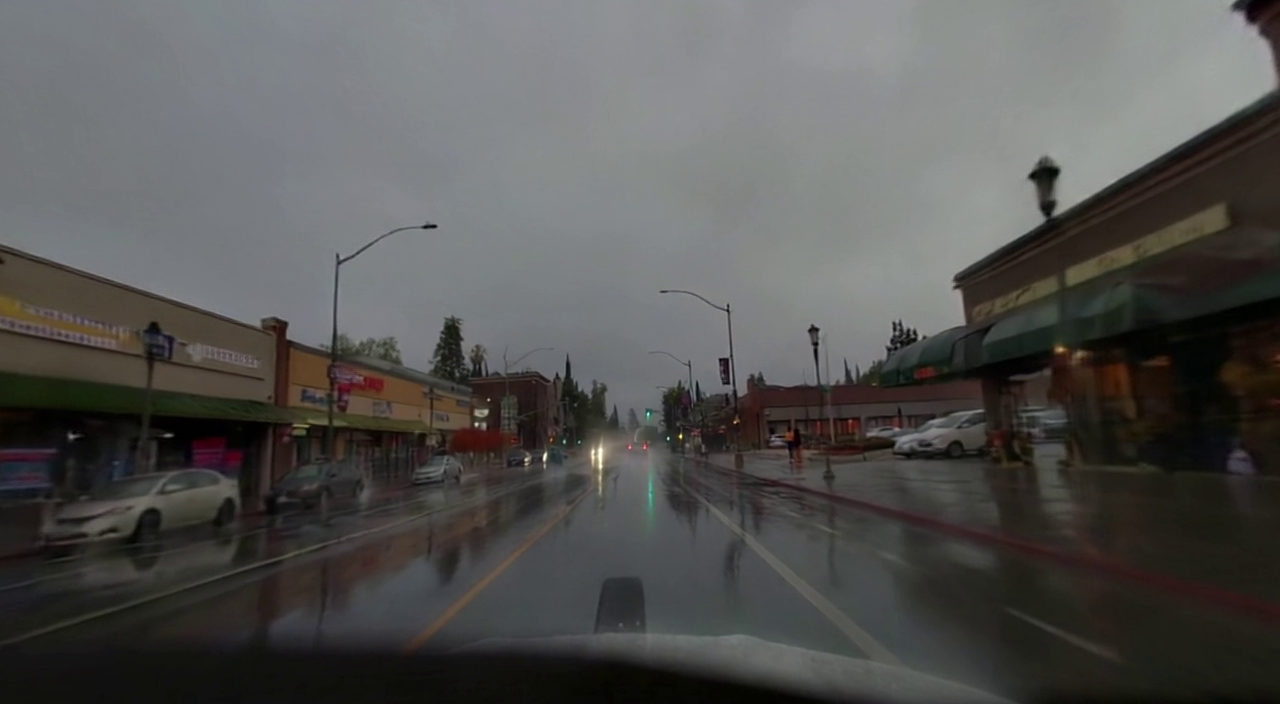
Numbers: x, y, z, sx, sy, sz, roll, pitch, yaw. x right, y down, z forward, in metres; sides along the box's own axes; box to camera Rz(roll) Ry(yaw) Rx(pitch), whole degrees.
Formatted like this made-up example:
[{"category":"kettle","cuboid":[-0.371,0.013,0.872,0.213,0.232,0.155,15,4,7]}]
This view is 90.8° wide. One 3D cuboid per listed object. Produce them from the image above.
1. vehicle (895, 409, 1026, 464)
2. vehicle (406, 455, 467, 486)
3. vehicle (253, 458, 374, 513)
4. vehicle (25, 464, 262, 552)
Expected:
[{"category":"vehicle","cuboid":[12.735,3.459,25.614,2.532,1.997,5.001,0,-9,-2]},{"category":"vehicle","cuboid":[-10.914,6.371,34.214,1.828,1.470,4.523,0,-8,0]},{"category":"vehicle","cuboid":[-10.844,4.422,21.383,1.837,1.586,4.155,0,-8,1]},{"category":"vehicle","cuboid":[-10.773,3.362,14.249,1.784,1.502,4.344,0,-8,0]}]
